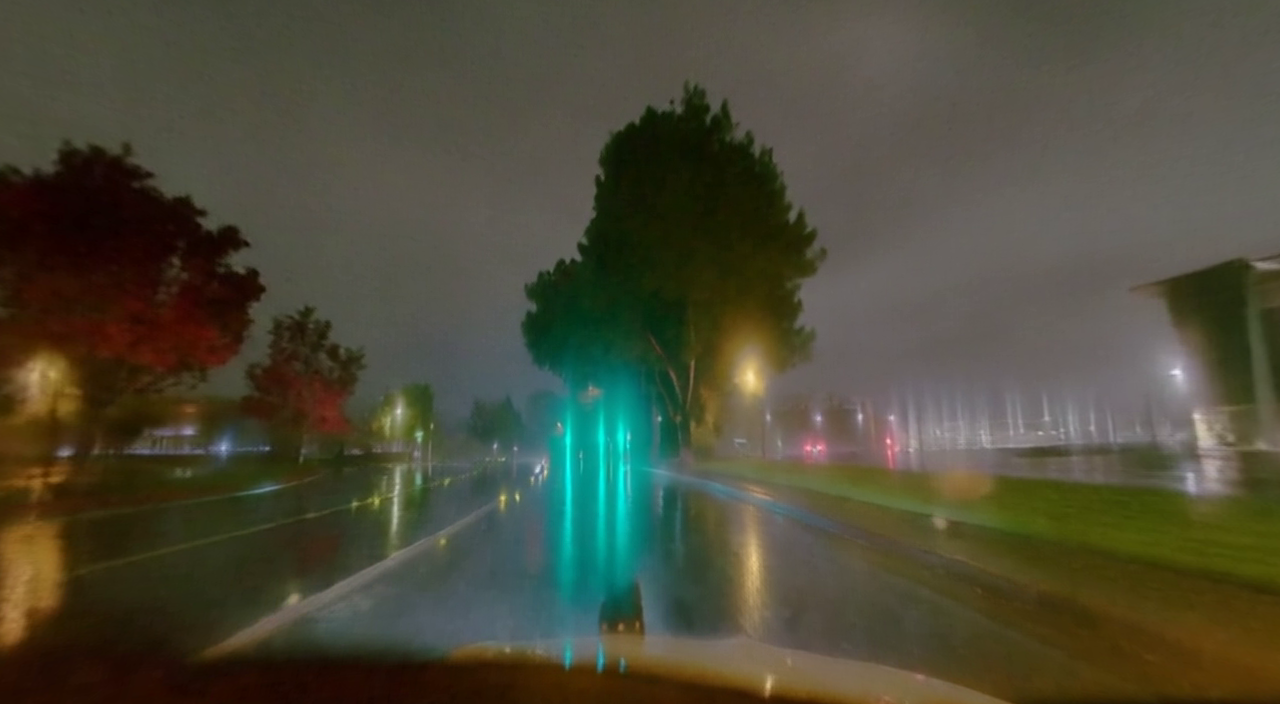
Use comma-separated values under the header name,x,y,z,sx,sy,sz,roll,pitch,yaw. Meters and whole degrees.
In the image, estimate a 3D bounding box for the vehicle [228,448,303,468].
name,x,y,z,sx,sy,sz,roll,pitch,yaw
vehicle,-29.037,8.252,49.110,4.527,1.441,2.024,1,-8,-8
